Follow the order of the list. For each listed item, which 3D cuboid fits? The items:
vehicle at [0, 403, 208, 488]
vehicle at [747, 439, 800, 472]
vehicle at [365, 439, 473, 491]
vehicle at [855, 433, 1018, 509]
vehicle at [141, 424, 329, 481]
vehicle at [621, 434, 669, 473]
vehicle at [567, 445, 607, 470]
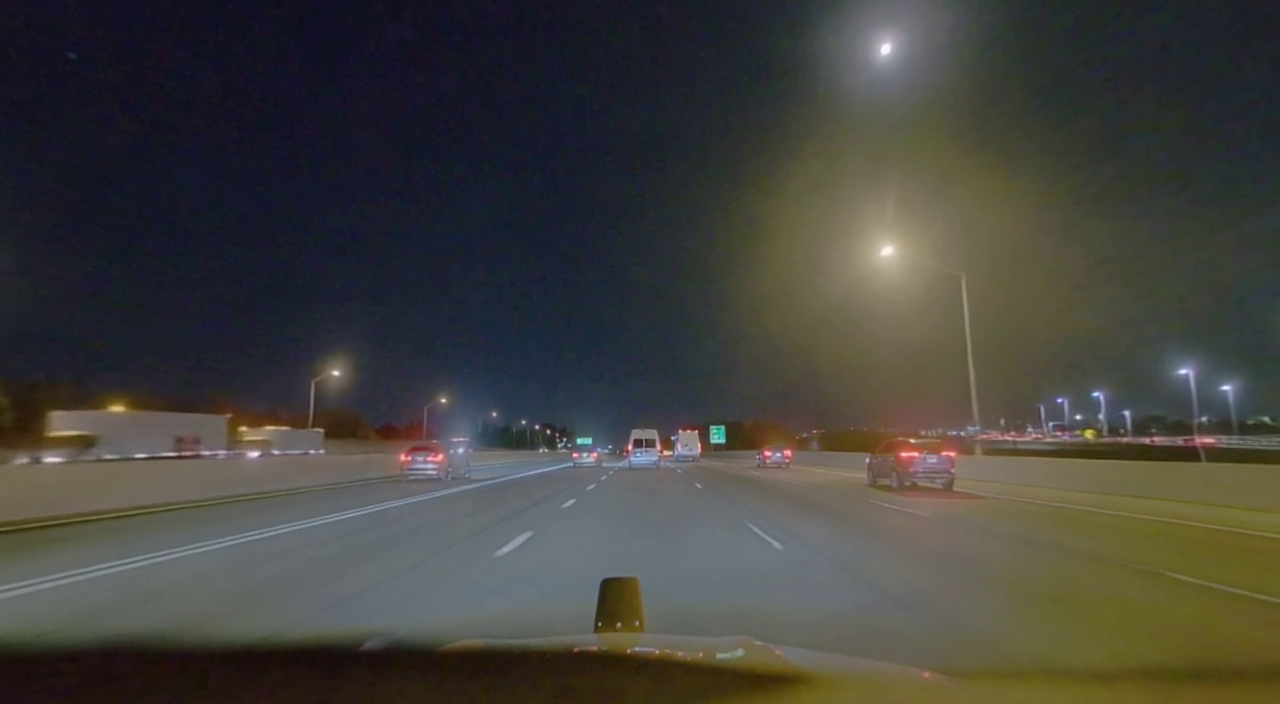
[{"bbox_3d":[-26.318,4.680,31.594,3.029,3.643,8.425,0,-9,1],"label":"vehicle"},{"bbox_3d":[8.027,6.279,38.377,2.147,1.808,5.243,0,-9,0],"label":"vehicle"},{"bbox_3d":[-7.636,3.930,22.290,2.108,1.619,4.548,0,-9,1],"label":"vehicle"},{"bbox_3d":[7.463,3.025,16.480,2.146,1.678,4.489,0,-9,1],"label":"vehicle"},{"bbox_3d":[-26.150,6.657,42.366,2.847,3.131,14.554,0,-8,1],"label":"vehicle"},{"bbox_3d":[0.278,5.732,35.691,2.509,2.062,4.639,0,-9,0],"label":"vehicle"},{"bbox_3d":[-3.484,7.085,42.523,2.173,1.542,4.781,0,-9,2],"label":"vehicle"}]
